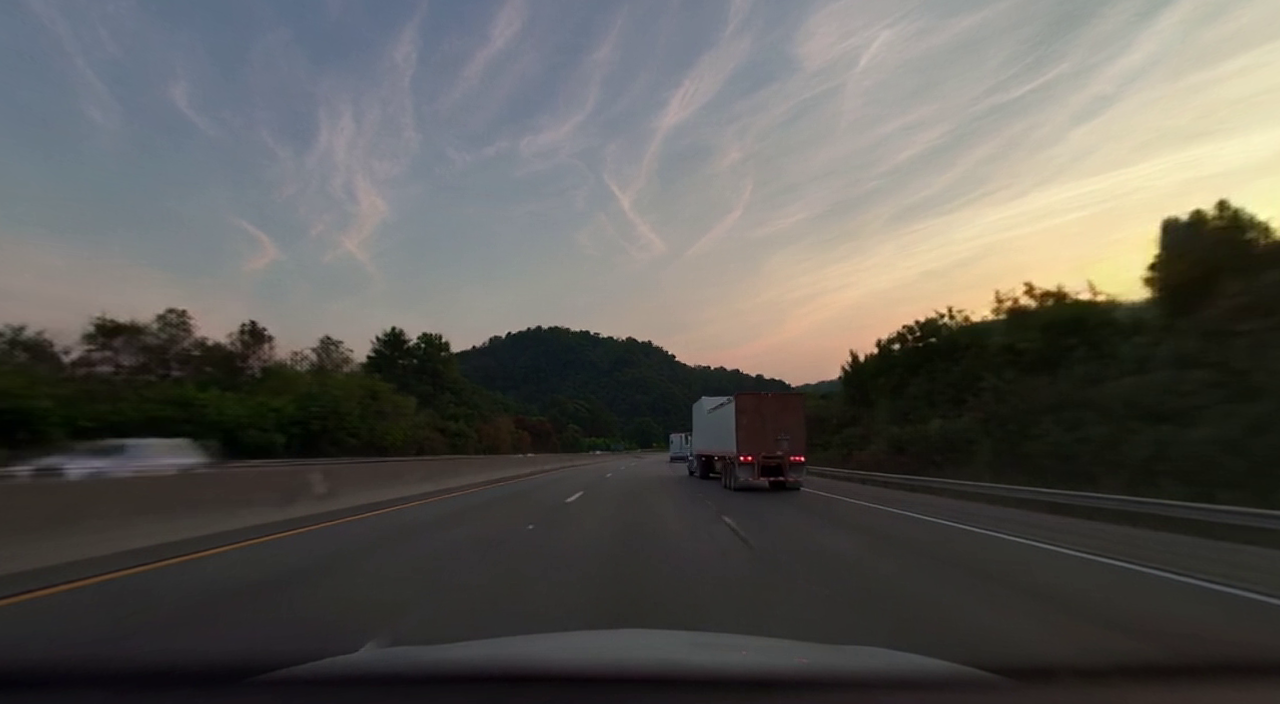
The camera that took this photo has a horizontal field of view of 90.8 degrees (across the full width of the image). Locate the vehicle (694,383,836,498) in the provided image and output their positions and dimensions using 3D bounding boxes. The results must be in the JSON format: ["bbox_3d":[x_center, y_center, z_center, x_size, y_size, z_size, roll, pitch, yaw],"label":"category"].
[{"bbox_3d":[4.340,3.744,25.953,2.868,3.427,14.032,0,-9,-1],"label":"vehicle"}]
